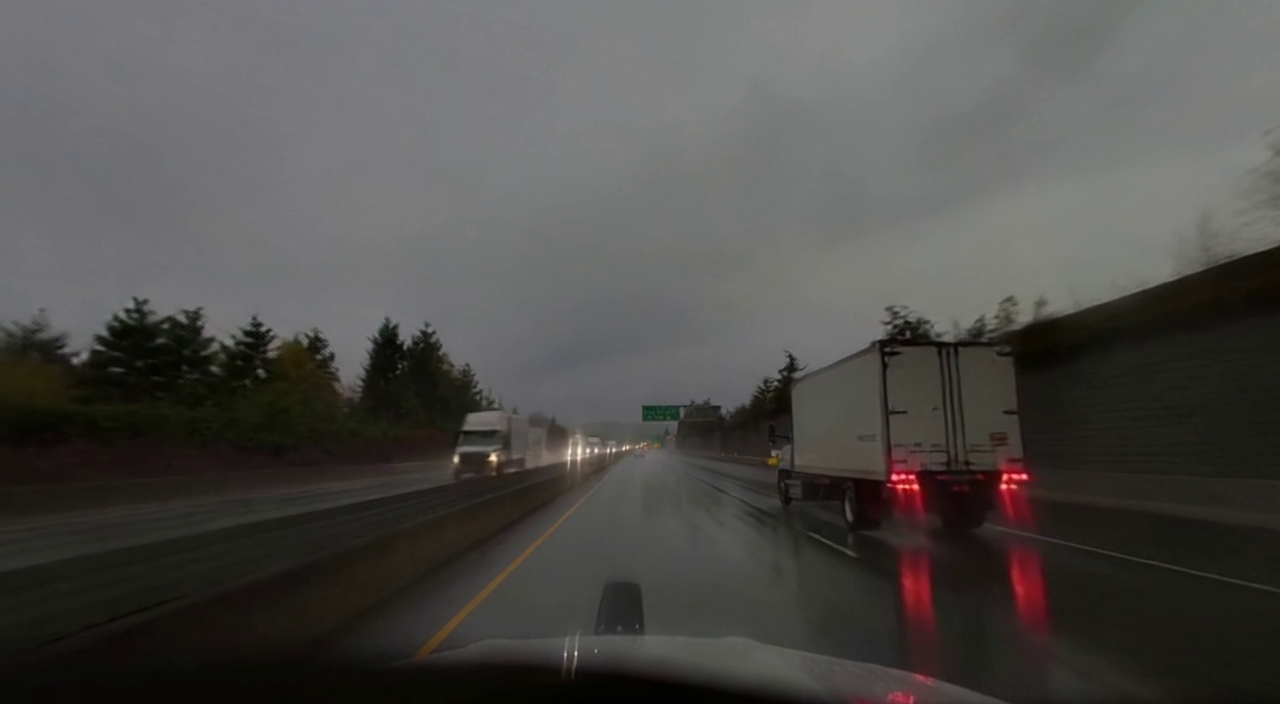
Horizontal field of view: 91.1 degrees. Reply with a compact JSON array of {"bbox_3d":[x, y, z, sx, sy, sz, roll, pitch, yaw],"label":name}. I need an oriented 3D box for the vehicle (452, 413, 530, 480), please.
[{"bbox_3d":[-8.593,5.605,37.277,2.965,3.546,7.119,-1,-9,-1],"label":"vehicle"}]

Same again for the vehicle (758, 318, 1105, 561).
[{"bbox_3d":[3.994,1.497,10.704,2.449,2.805,6.763,0,-9,-2],"label":"vehicle"}]
